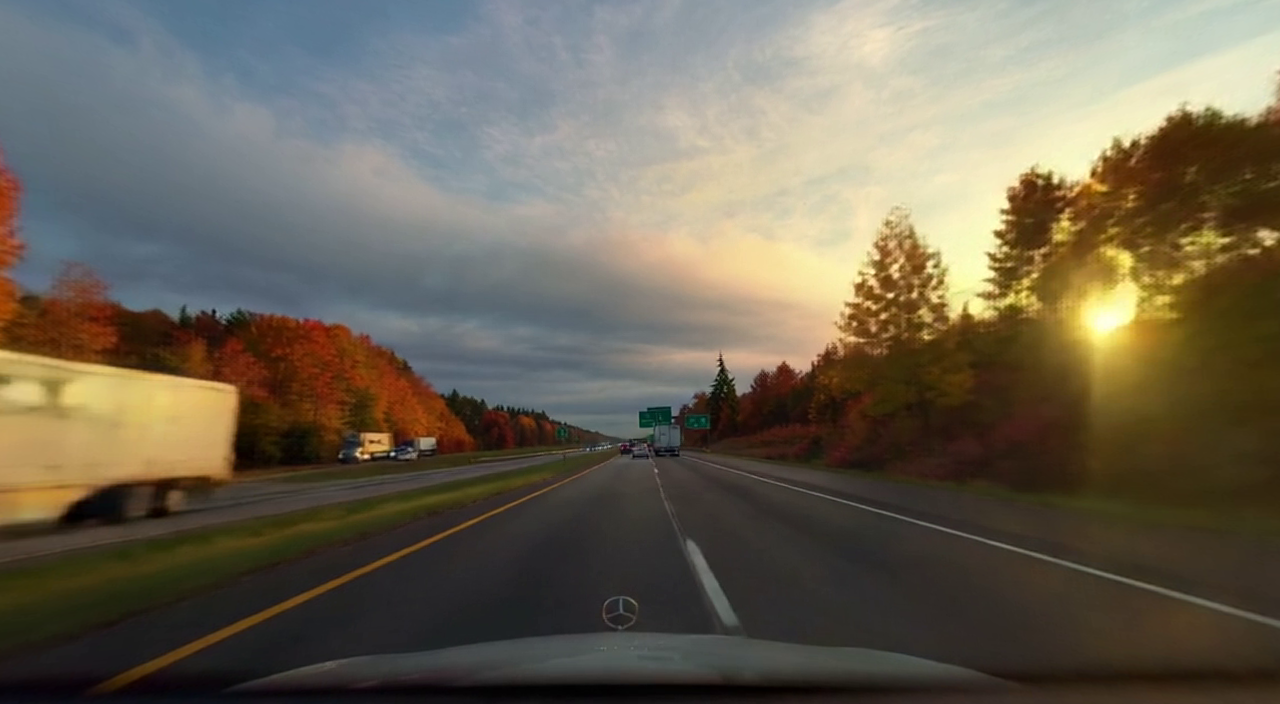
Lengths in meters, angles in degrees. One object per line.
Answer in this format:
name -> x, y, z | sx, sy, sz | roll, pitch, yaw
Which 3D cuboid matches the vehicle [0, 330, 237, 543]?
vehicle -> -14.079, 1.653, 12.204 | 3.063, 4.134, 14.156 | 0, -9, 0
